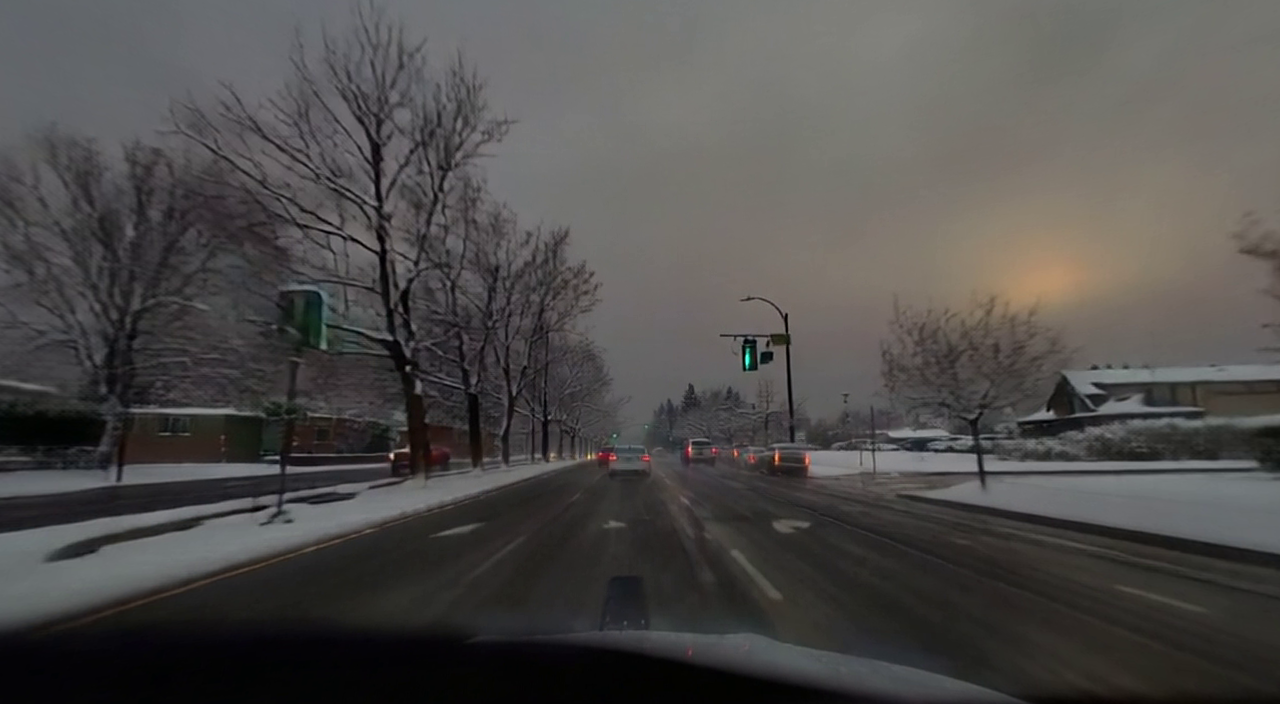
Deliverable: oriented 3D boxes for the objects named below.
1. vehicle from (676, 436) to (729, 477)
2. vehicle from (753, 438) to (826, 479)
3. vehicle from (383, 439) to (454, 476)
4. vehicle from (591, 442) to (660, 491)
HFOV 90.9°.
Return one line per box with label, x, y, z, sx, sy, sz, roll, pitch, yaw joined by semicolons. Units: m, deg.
vehicle;2.968;5.078;30.916;2.073;1.822;4.276;0;-8;-1
vehicle;7.256;5.289;31.272;2.184;1.786;5.497;2;-10;-1
vehicle;-11.825;5.652;34.036;2.097;1.826;4.812;0;-8;-1
vehicle;-0.487;3.850;21.563;2.140;1.474;4.026;0;-8;-1
